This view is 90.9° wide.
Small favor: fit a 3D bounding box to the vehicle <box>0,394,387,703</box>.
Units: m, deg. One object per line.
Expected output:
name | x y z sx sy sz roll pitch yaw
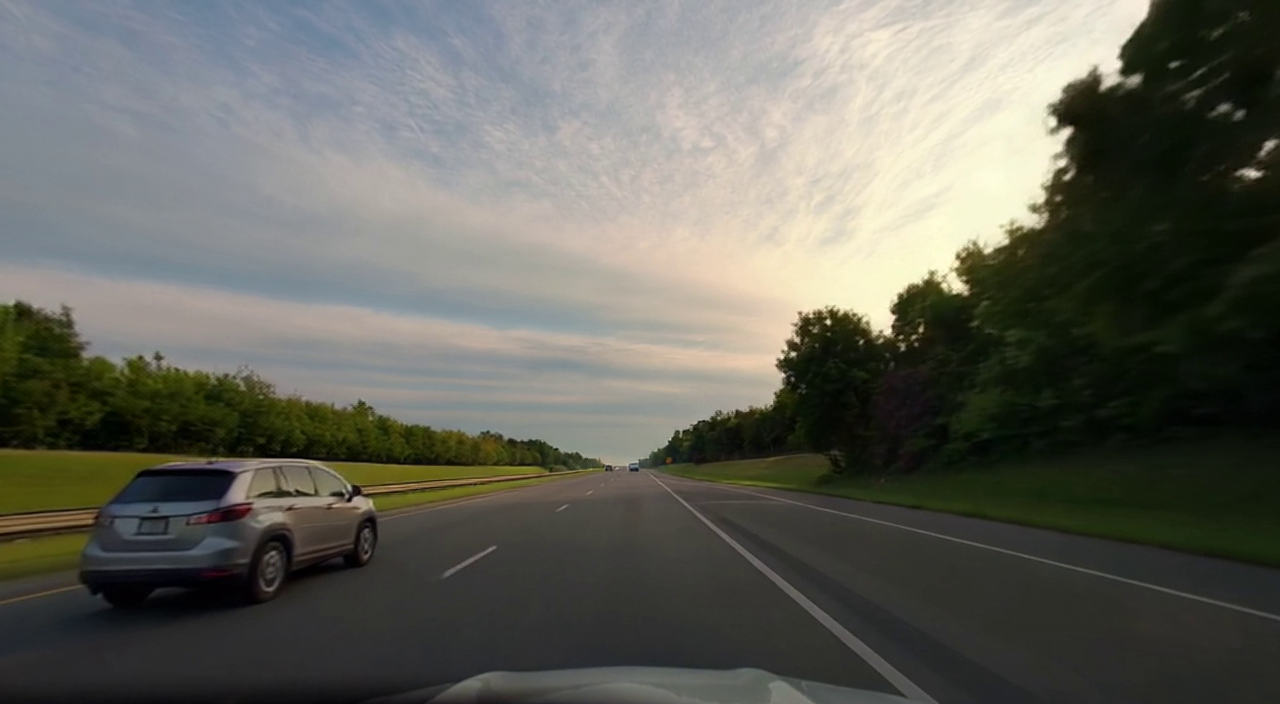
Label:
vehicle | -4.114 1.417 5.346 1.928 1.593 4.871 1 -10 0
